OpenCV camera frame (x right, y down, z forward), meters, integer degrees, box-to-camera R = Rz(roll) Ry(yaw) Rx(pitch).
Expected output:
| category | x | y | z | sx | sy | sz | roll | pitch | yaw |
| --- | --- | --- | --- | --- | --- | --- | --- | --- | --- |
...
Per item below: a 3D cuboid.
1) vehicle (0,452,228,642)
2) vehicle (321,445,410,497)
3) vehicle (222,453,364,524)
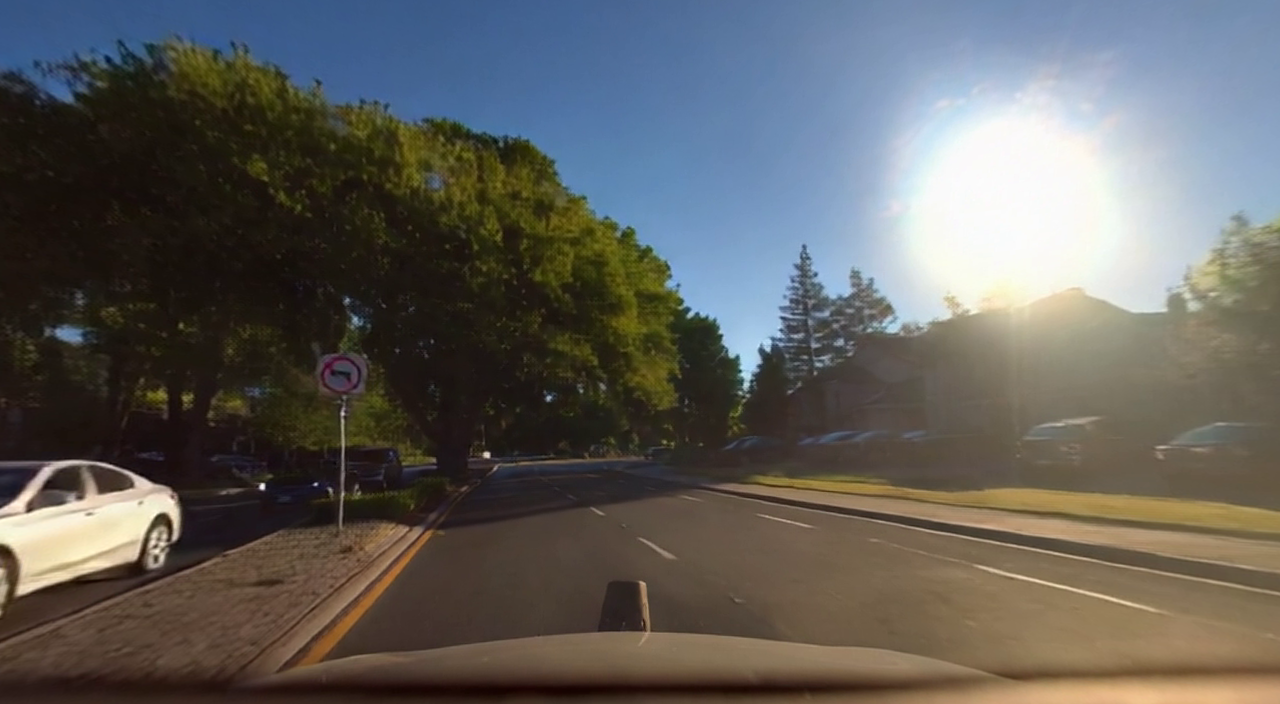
| category | x | y | z | sx | sy | sz | roll | pitch | yaw |
| --- | --- | --- | --- | --- | --- | --- | --- | --- | --- |
| vehicle | -6.279 | 1.762 | 6.315 | 1.912 | 1.464 | 4.652 | 2 | -9 | -12 |
| vehicle | -10.645 | 4.616 | 24.764 | 2.196 | 1.809 | 4.857 | 2 | -9 | -12 |
| vehicle | -8.548 | 3.339 | 15.964 | 1.888 | 1.476 | 4.286 | 2 | -9 | -11 |
